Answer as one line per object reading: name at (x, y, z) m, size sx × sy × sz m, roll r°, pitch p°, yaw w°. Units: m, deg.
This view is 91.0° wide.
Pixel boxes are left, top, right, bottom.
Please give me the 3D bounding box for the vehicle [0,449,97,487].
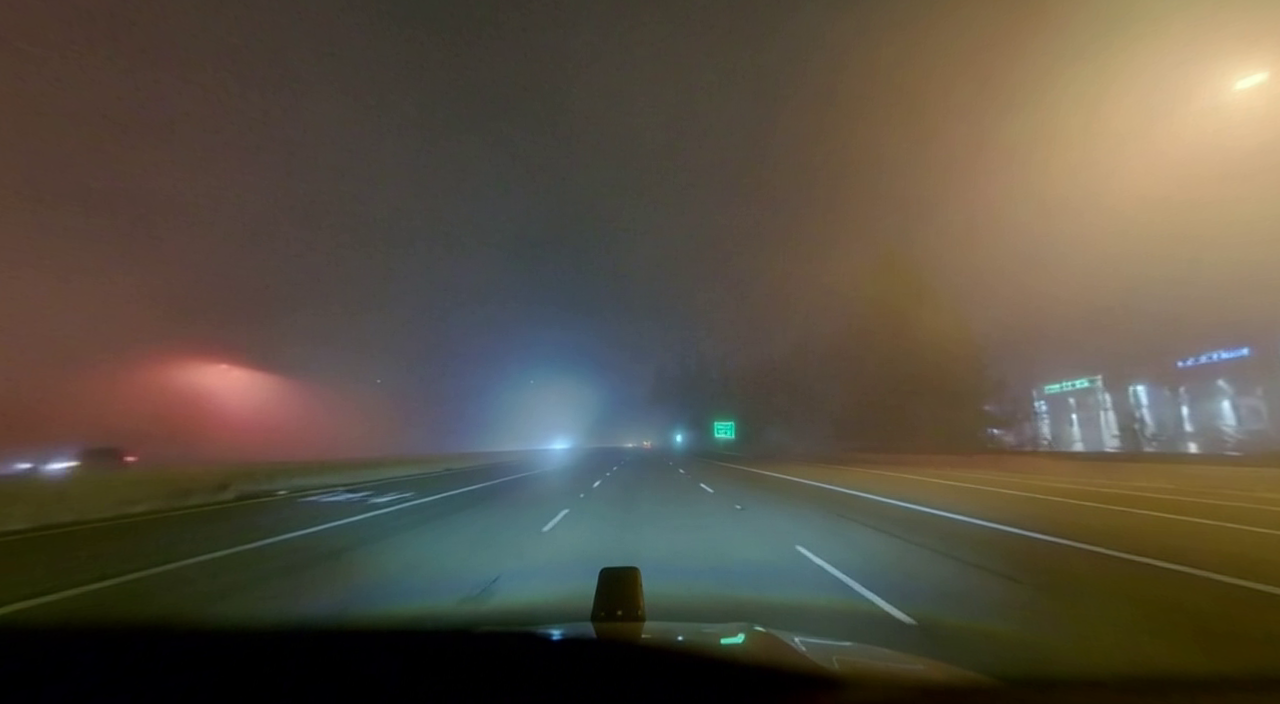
vehicle at (-27.336, 5.097, 28.053) m, size 1.927 × 1.517 × 4.739 m, roll 0°, pitch -9°, yaw 2°
